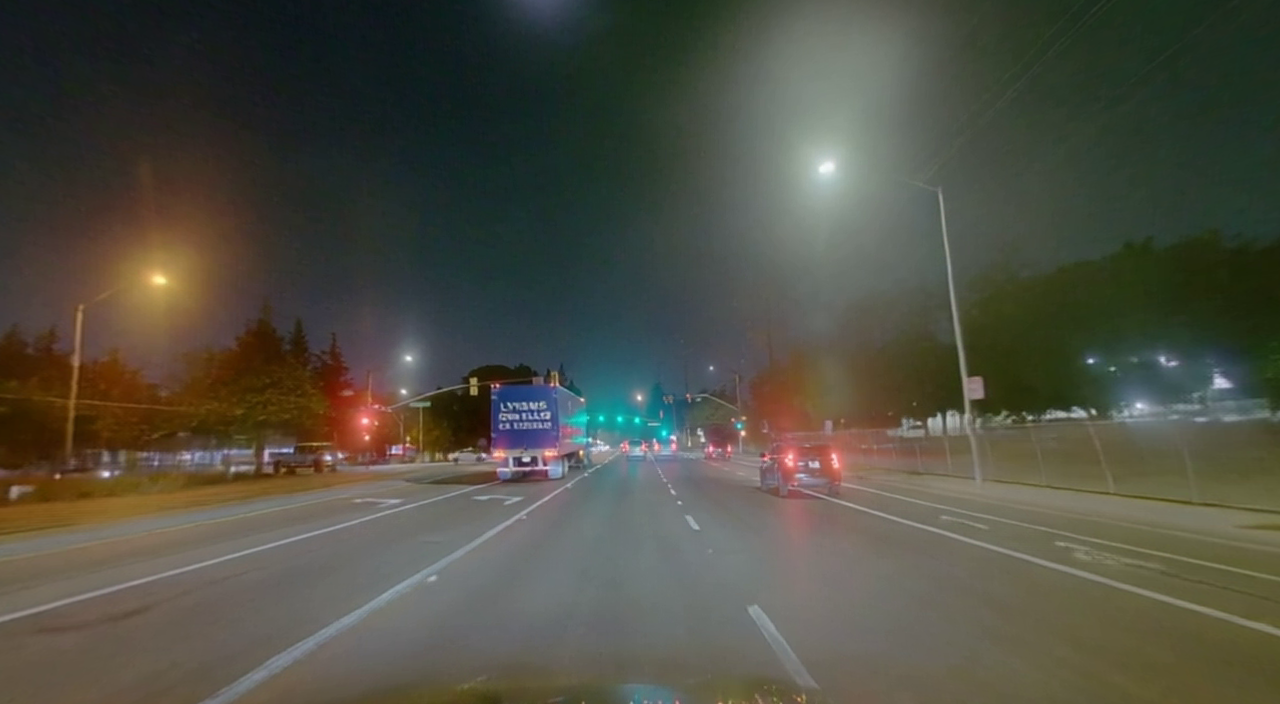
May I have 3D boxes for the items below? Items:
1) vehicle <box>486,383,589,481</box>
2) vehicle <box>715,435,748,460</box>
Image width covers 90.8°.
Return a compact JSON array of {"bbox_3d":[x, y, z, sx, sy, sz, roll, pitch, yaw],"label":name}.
[{"bbox_3d":[-3.845,3.365,25.923,2.889,3.347,8.285,0,-8,0],"label":"vehicle"},{"bbox_3d":[6.338,6.620,43.867,2.102,1.662,4.533,-1,-8,7],"label":"vehicle"}]
